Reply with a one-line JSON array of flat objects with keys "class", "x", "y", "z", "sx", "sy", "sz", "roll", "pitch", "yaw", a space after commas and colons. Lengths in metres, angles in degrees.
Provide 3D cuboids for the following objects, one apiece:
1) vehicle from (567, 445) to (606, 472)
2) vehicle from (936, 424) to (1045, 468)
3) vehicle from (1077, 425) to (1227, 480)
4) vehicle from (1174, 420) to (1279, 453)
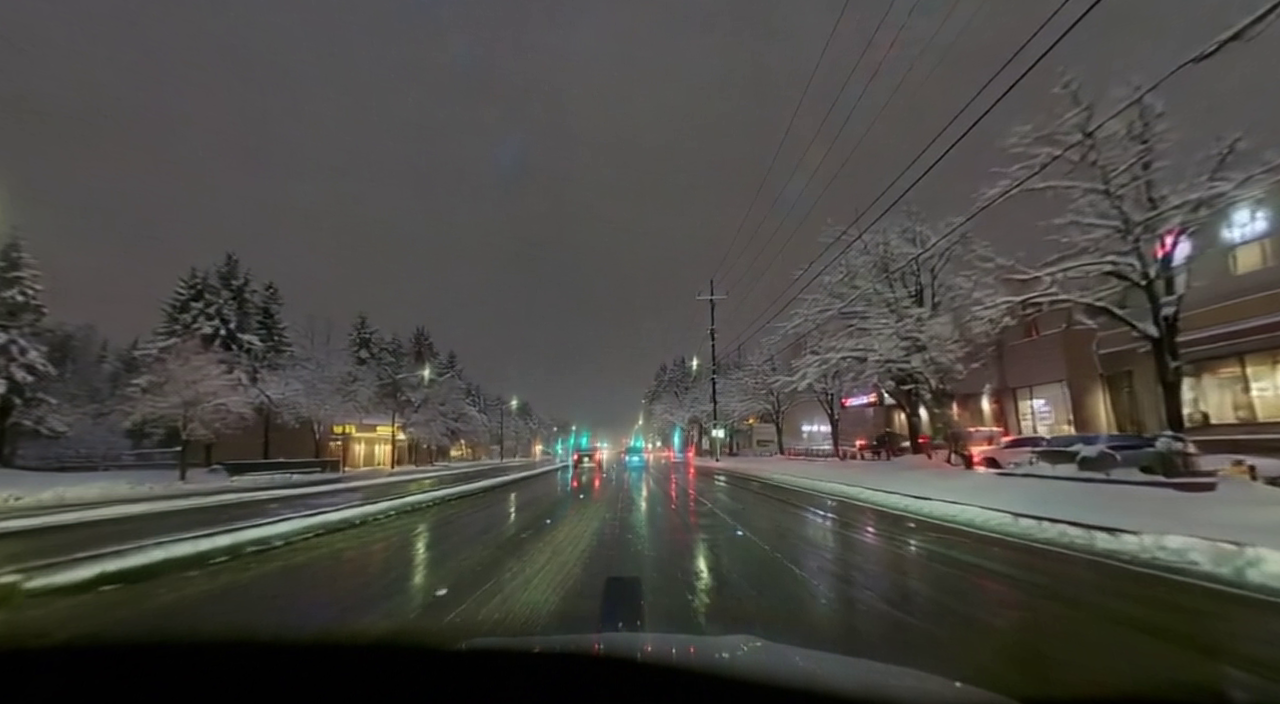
[{"class": "vehicle", "x": -3.317, "y": 6.719, "z": 40.043, "sx": 2.035, "sy": 1.564, "sz": 4.702, "roll": 0, "pitch": -8, "yaw": 0}, {"class": "vehicle", "x": 16.573, "y": 4.439, "z": 29.820, "sx": 5.004, "sy": 1.893, "sz": 2.228, "roll": 5, "pitch": -10, "yaw": -32}, {"class": "vehicle", "x": 16.311, "y": 3.176, "z": 20.101, "sx": 4.673, "sy": 1.555, "sz": 2.010, "roll": 5, "pitch": -10, "yaw": -30}, {"class": "vehicle", "x": 35.173, "y": 5.087, "z": 37.491, "sx": 2.253, "sy": 1.809, "sz": 4.944, "roll": 1, "pitch": -9, "yaw": -6}]
